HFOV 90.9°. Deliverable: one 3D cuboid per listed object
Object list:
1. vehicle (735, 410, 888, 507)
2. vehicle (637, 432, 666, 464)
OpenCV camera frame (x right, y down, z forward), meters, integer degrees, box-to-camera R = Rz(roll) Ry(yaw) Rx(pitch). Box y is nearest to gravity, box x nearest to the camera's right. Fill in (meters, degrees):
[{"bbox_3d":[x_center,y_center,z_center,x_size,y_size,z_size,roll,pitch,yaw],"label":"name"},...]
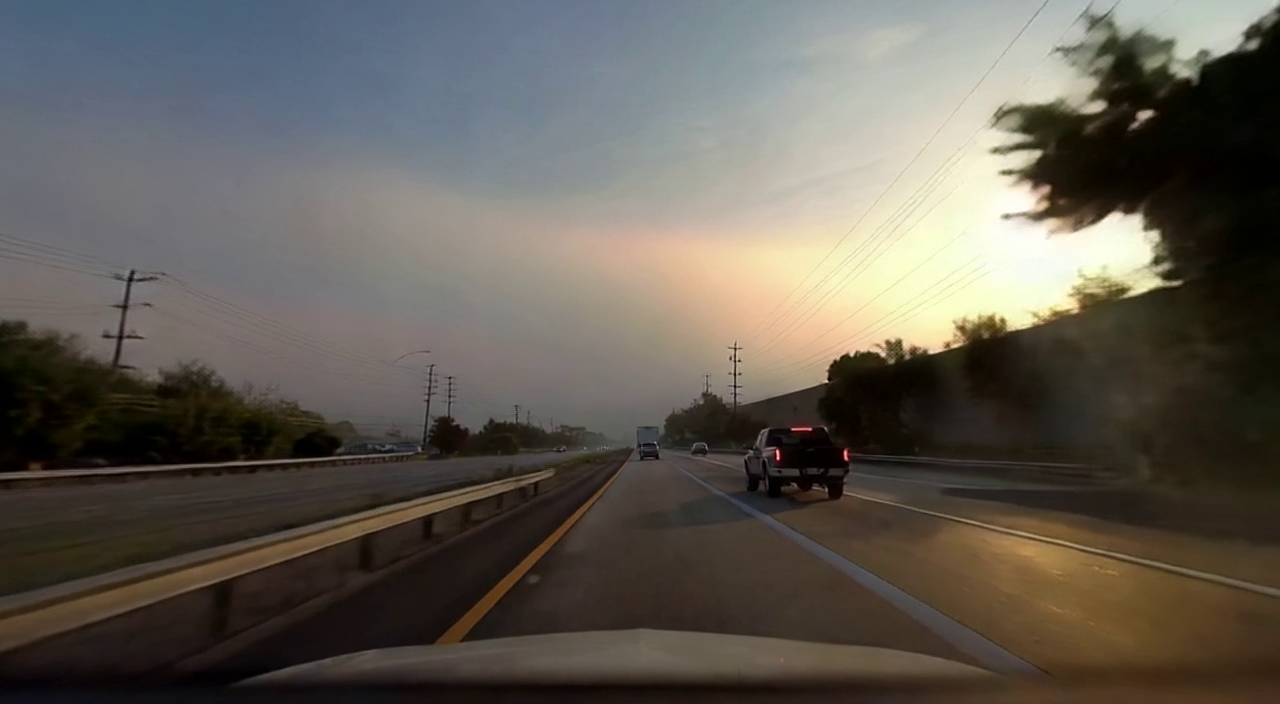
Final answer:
[{"bbox_3d":[4.272,2.833,17.064,2.594,2.155,5.670,0,-9,1],"label":"vehicle"},{"bbox_3d":[0.864,7.380,48.342,2.099,2.260,4.899,0,-9,0],"label":"vehicle"}]
